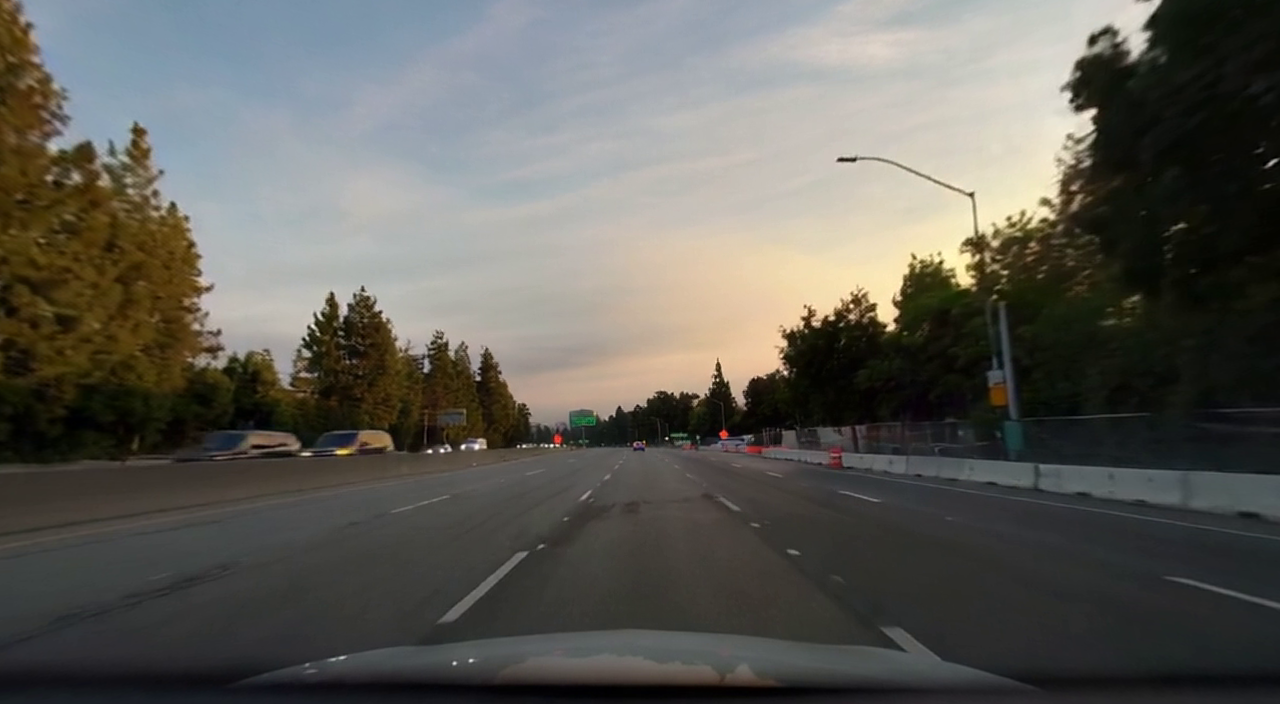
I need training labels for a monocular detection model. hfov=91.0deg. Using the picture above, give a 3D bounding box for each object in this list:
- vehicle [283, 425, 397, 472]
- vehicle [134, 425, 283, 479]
[{"bbox_3d":[-13.265,4.349,28.439,2.327,1.897,5.878,0,-8,-1],"label":"vehicle"},{"bbox_3d":[-16.367,3.842,24.333,2.212,1.861,5.039,0,-8,-1],"label":"vehicle"}]
